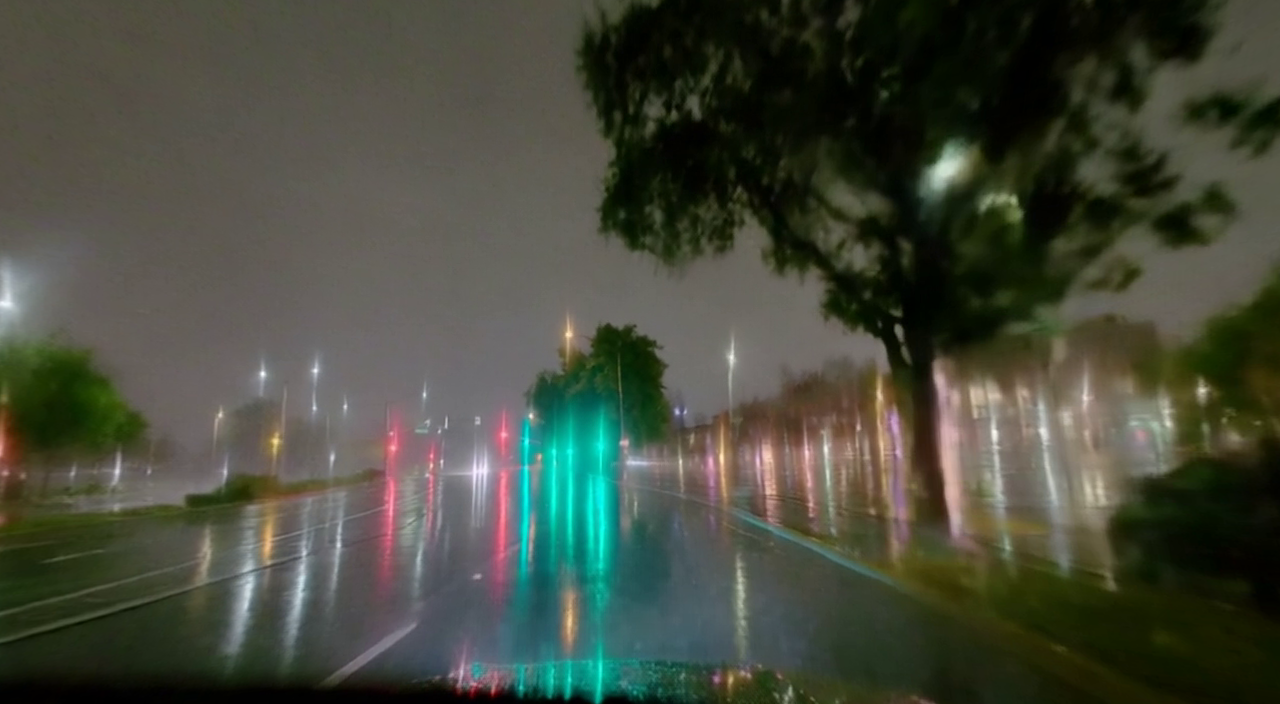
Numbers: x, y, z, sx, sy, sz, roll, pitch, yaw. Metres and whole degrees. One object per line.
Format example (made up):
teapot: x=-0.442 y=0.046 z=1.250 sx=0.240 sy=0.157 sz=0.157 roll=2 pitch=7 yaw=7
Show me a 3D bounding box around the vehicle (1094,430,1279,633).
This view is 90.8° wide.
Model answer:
vehicle: x=7.820 y=1.845 z=6.696 sx=2.456 sy=2.057 sz=5.270 roll=-3 pitch=-9 yaw=7
